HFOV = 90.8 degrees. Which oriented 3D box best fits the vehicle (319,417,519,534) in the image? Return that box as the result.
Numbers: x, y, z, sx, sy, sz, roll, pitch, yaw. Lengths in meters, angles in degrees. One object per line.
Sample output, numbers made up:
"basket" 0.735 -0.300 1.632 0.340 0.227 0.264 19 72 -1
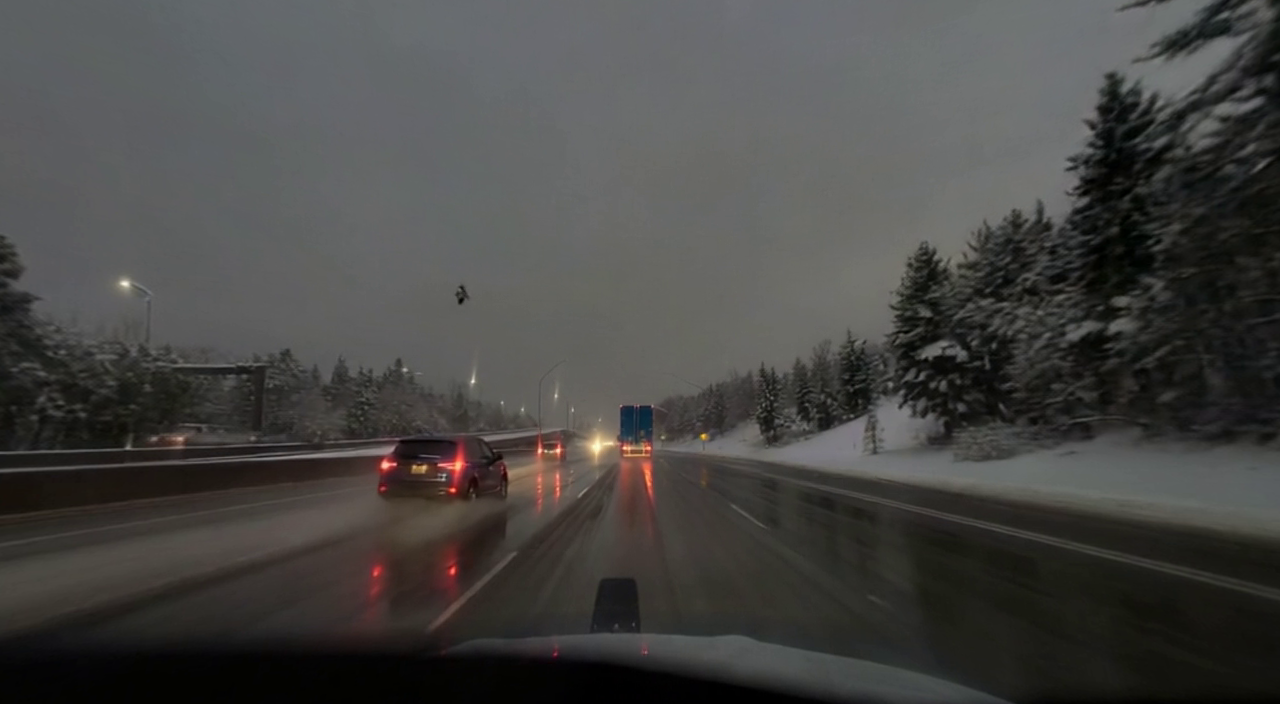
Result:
"vehicle" -3.732 2.187 11.739 2.077 1.716 4.514 0 -9 0
